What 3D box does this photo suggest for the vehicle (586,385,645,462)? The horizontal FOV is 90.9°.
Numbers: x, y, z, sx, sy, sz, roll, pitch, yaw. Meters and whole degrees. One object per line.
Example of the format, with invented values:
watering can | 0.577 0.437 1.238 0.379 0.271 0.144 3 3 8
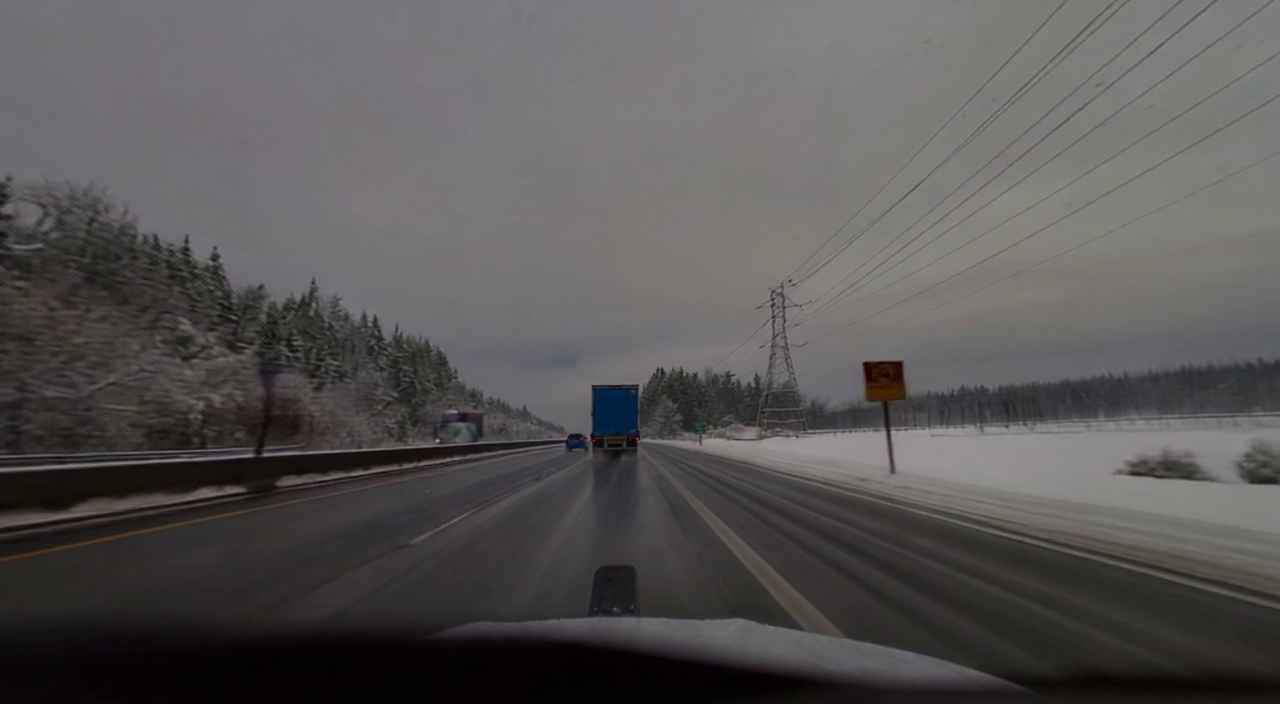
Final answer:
vehicle | -1.360 4.230 36.500 2.955 3.851 9.915 0 -8 -2
